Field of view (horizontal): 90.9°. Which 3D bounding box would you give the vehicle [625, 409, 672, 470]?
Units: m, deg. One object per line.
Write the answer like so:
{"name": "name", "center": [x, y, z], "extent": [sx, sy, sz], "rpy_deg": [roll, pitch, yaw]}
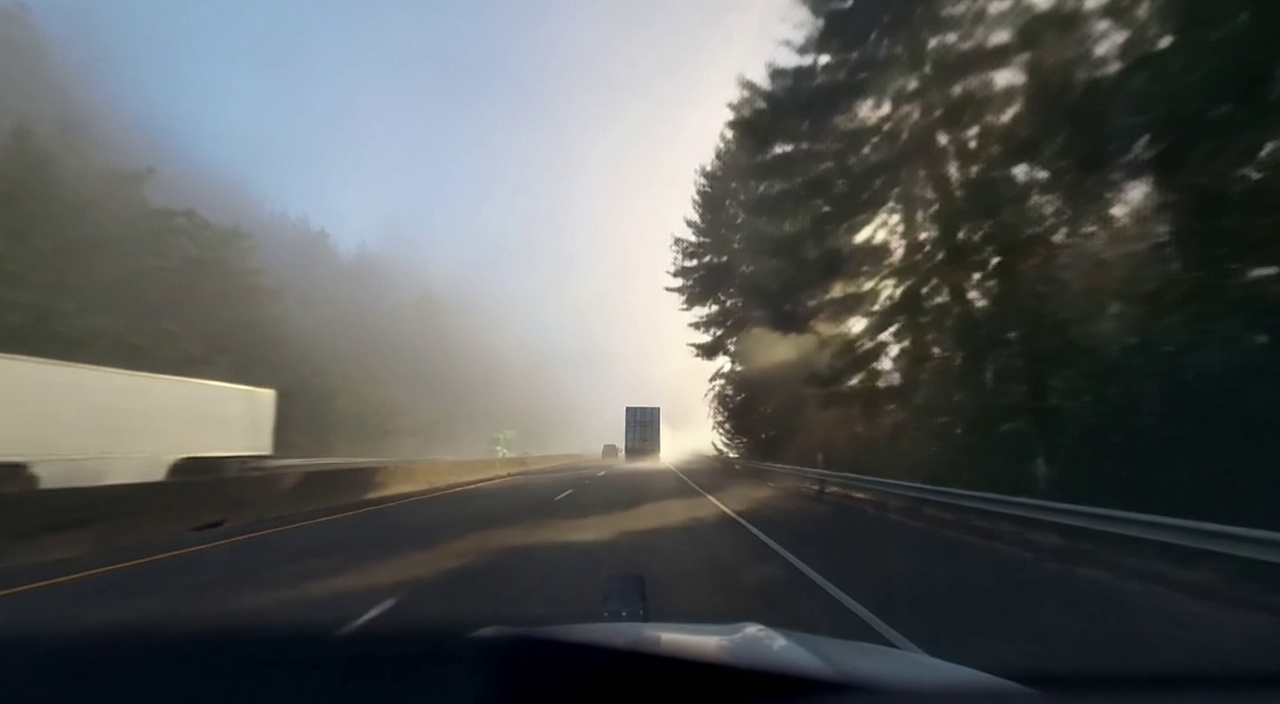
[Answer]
{"name": "vehicle", "center": [0.491, 6.526, 46.499], "extent": [3.024, 3.965, 10.399], "rpy_deg": [0, -9, -1]}

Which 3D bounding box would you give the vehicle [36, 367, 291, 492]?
{"name": "vehicle", "center": [-16.810, 2.974, 23.365], "extent": [2.876, 3.780, 8.158], "rpy_deg": [0, -9, 0]}

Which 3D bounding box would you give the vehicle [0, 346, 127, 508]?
{"name": "vehicle", "center": [-16.836, 1.555, 13.590], "extent": [2.927, 3.858, 10.028], "rpy_deg": [0, -9, 0]}
